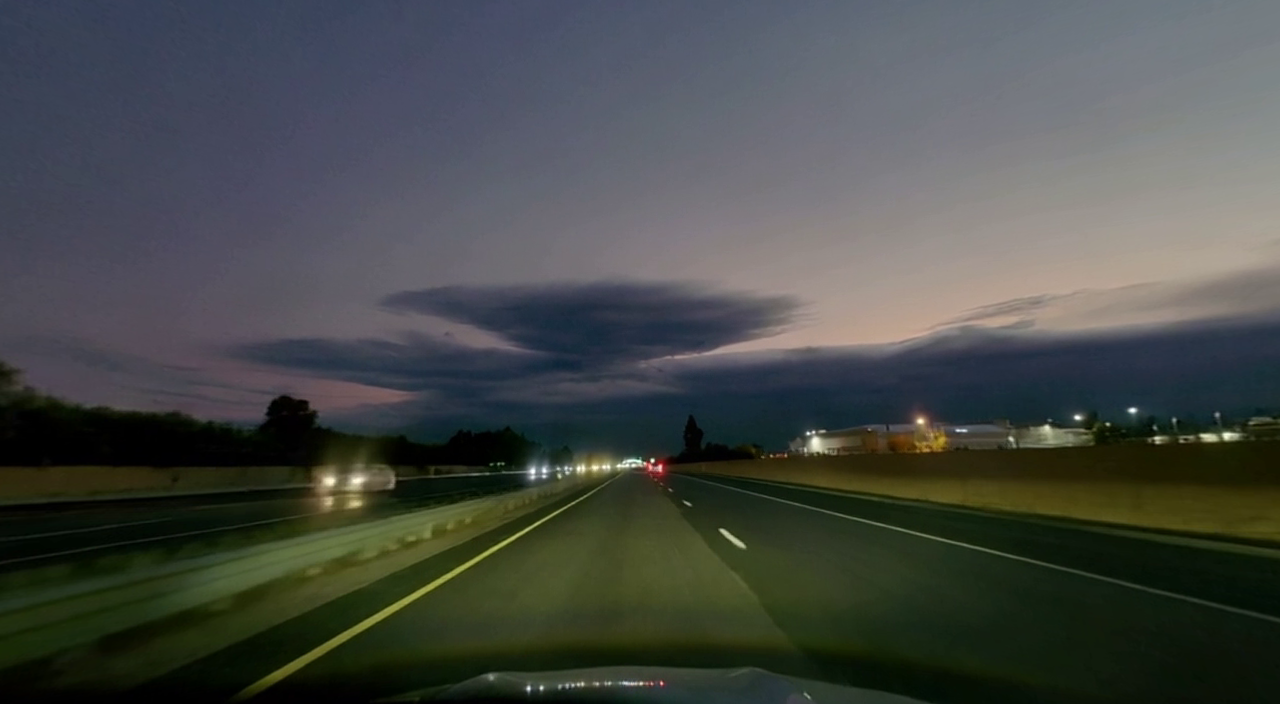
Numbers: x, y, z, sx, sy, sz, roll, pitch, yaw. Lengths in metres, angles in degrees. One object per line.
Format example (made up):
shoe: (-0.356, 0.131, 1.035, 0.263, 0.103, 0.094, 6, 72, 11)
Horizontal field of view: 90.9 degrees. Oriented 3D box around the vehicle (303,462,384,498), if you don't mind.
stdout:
vehicle: (-14.532, 6.307, 31.184, 2.030, 1.618, 4.203, 1, -10, -2)
